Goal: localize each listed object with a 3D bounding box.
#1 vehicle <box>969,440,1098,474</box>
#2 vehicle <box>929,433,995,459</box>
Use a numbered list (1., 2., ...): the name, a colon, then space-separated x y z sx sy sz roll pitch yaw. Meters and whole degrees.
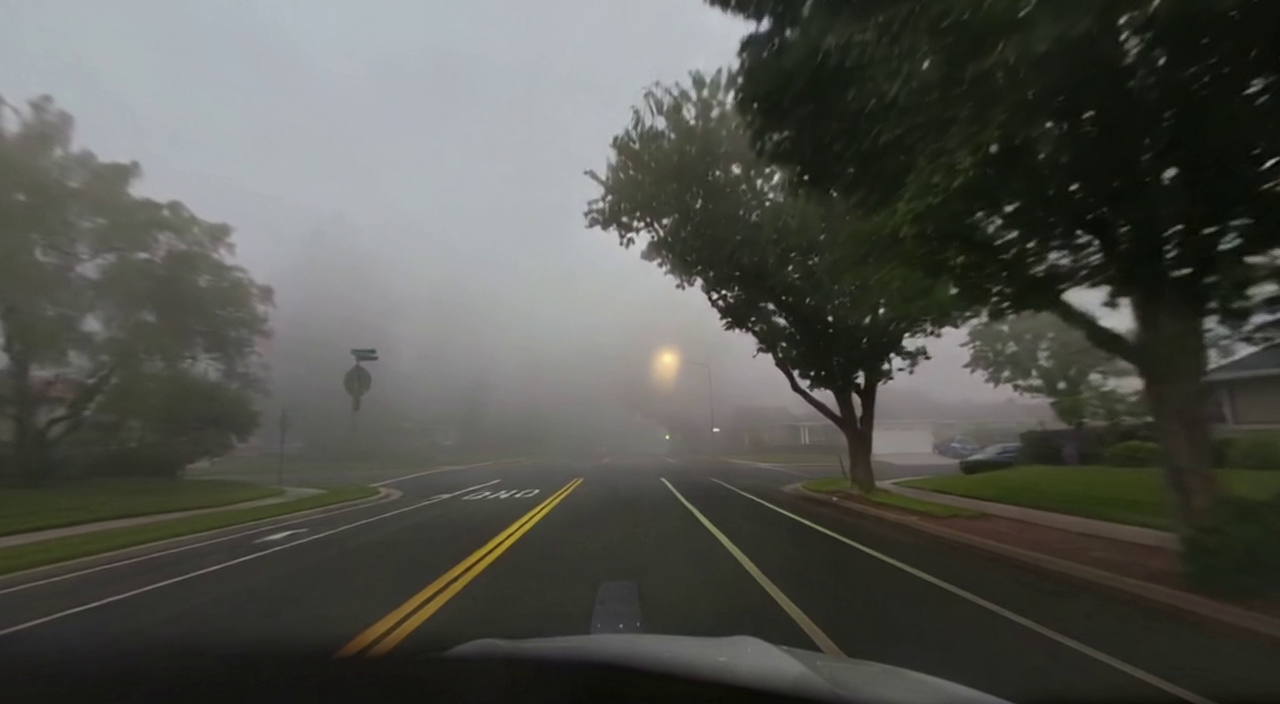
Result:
1. vehicle: 17.507 4.679 28.281 4.368 1.457 2.031 0 -8 1
2. vehicle: 22.886 6.647 45.088 1.879 1.584 4.761 1 -6 -5
